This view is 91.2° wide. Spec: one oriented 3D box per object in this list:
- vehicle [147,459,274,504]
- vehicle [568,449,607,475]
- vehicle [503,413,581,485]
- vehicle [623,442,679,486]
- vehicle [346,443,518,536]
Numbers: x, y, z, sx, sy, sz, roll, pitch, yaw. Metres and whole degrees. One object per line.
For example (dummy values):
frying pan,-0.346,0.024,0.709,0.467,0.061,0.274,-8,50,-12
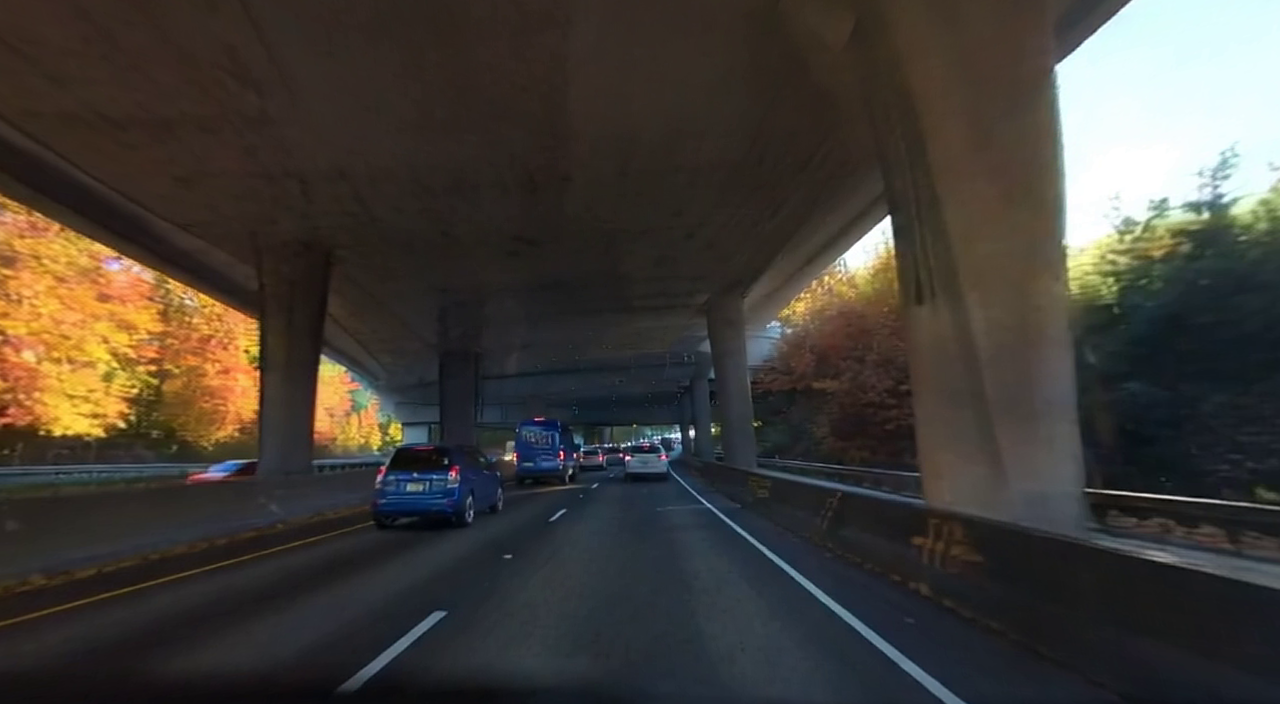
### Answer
vehicle,-17.104,5.155,25.276,1.889,1.537,4.361,-1,-9,2
vehicle,-3.252,6.923,39.656,2.015,1.496,4.312,0,-9,1
vehicle,-3.992,4.129,26.757,2.275,2.692,5.810,0,-9,1
vehicle,0.444,4.689,26.409,2.195,1.679,4.070,0,-9,0
vehicle,-3.781,2.550,12.257,1.977,1.485,3.973,0,-9,0
